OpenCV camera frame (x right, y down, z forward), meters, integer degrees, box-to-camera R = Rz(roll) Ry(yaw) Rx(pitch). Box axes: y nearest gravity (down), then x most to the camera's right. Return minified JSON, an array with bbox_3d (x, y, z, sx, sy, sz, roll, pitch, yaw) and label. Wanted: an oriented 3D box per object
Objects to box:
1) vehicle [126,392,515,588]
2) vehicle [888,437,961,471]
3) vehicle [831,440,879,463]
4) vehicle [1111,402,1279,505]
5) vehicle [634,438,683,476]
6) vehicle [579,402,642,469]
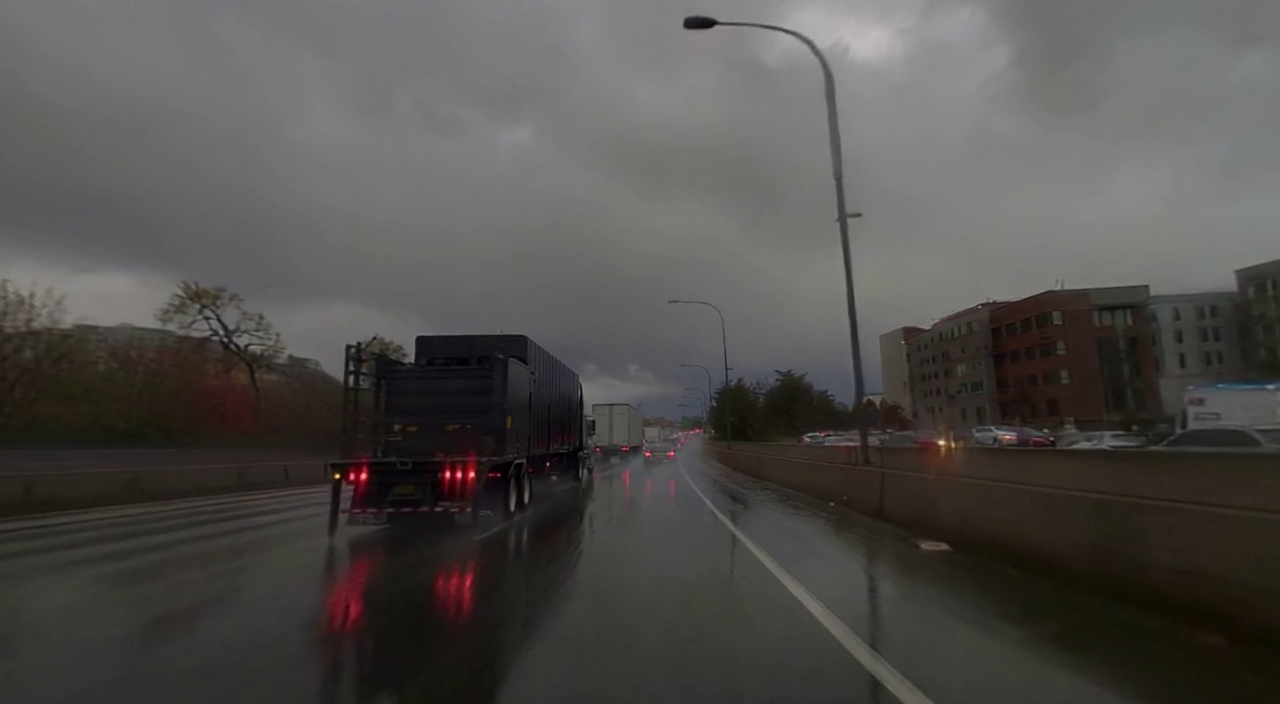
[{"bbox_3d":[-3.366,1.552,7.720,2.896,1.779,3.441,-1,-8,1],"label":"vehicle"},{"bbox_3d":[14.978,5.383,33.438,2.022,1.675,4.792,-1,-9,5],"label":"vehicle"},{"bbox_3d":[16.198,7.514,47.752,2.237,1.656,4.676,-1,-9,3],"label":"vehicle"},{"bbox_3d":[14.178,2.337,14.656,2.186,2.074,5.586,0,-9,2],"label":"vehicle"},{"bbox_3d":[0.908,4.952,29.781,2.178,1.640,4.071,-1,-9,3],"label":"vehicle"},{"bbox_3d":[-1.726,5.649,41.919,3.073,3.894,9.782,-1,-9,4],"label":"vehicle"}]
